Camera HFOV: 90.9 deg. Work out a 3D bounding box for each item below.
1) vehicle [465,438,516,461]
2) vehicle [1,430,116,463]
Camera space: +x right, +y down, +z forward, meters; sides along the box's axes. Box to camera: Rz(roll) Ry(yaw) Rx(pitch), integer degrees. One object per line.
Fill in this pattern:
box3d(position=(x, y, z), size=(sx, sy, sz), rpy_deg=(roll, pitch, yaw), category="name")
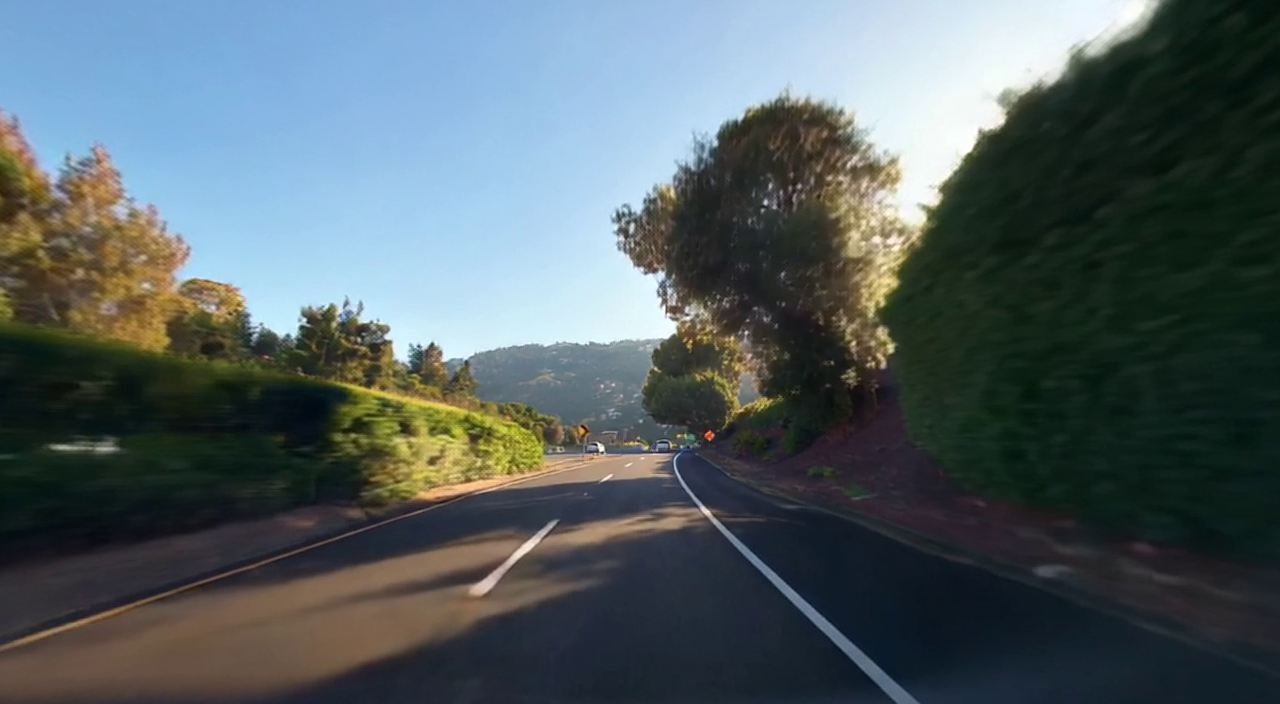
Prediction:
box3d(position=(-10.809, 7.066, 45.900), size=(2.141, 1.612, 3.998), rpy_deg=(-2, -8, 11), category="vehicle")
box3d(position=(-40.639, 6.588, 44.281), size=(2.051, 2.134, 5.638), rpy_deg=(-1, -8, 10), category="vehicle")
